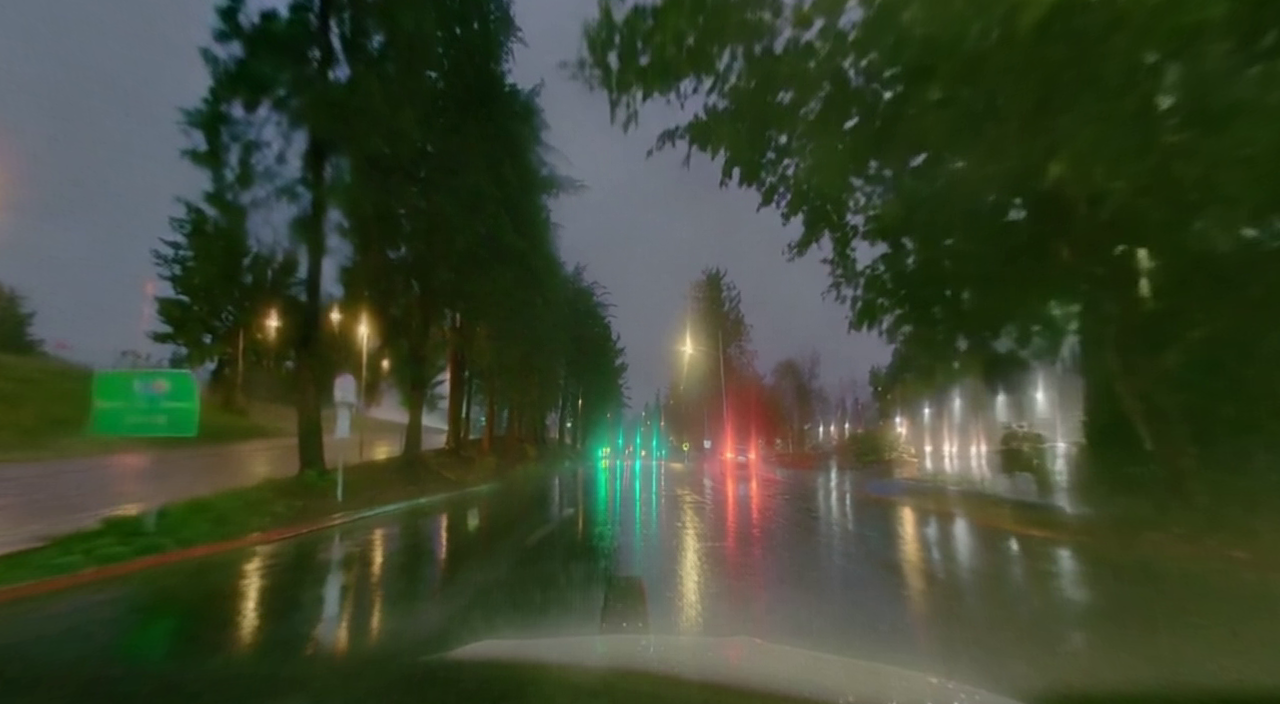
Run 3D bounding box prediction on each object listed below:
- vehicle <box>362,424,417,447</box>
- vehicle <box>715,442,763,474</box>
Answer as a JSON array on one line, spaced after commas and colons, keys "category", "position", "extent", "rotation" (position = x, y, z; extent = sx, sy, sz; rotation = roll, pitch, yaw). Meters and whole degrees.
[{"category": "vehicle", "position": [-16.958, 5.733, 42.957], "extent": [1.960, 1.436, 4.584], "rotation": [0, -8, -1]}, {"category": "vehicle", "position": [6.003, 6.483, 38.863], "extent": [2.177, 1.788, 5.106], "rotation": [0, -8, 1]}]
